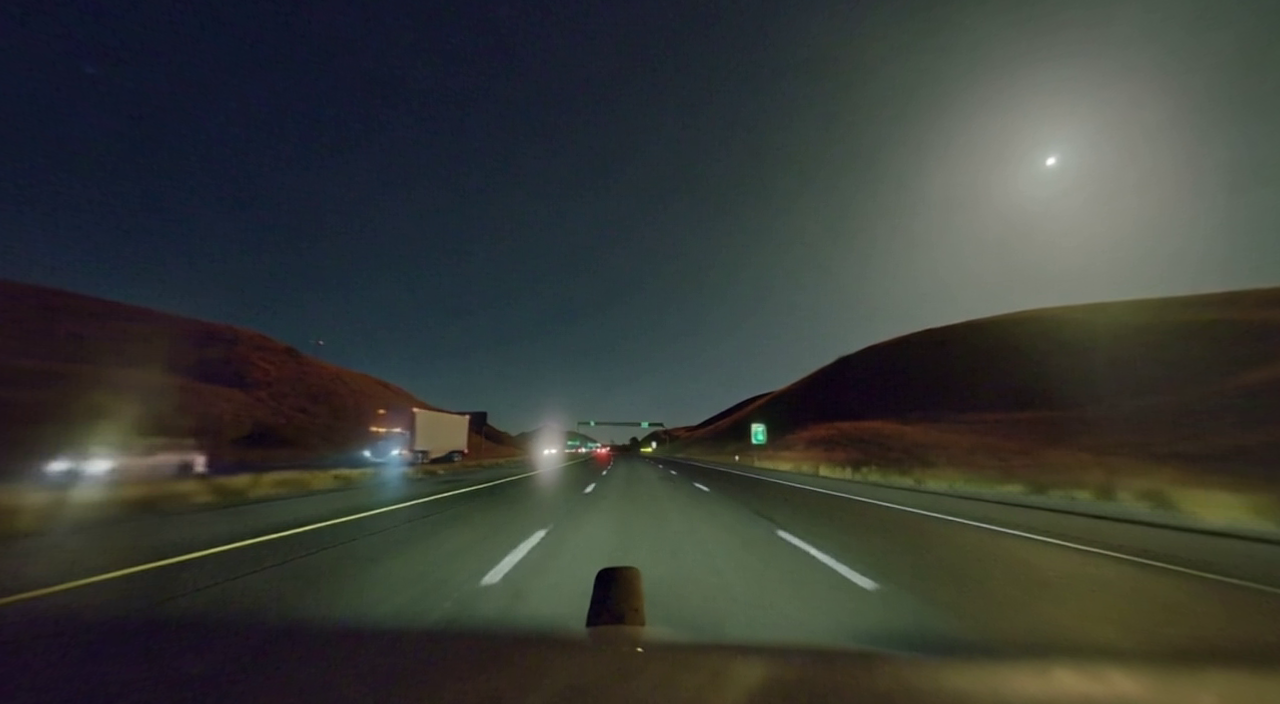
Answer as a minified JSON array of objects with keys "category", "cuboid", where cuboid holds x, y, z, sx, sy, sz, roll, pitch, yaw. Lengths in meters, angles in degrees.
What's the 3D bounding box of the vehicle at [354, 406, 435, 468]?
[{"category":"vehicle","cuboid":[-16.687,5.884,43.371,3.245,3.939,5.841,0,-9,-2]}]
